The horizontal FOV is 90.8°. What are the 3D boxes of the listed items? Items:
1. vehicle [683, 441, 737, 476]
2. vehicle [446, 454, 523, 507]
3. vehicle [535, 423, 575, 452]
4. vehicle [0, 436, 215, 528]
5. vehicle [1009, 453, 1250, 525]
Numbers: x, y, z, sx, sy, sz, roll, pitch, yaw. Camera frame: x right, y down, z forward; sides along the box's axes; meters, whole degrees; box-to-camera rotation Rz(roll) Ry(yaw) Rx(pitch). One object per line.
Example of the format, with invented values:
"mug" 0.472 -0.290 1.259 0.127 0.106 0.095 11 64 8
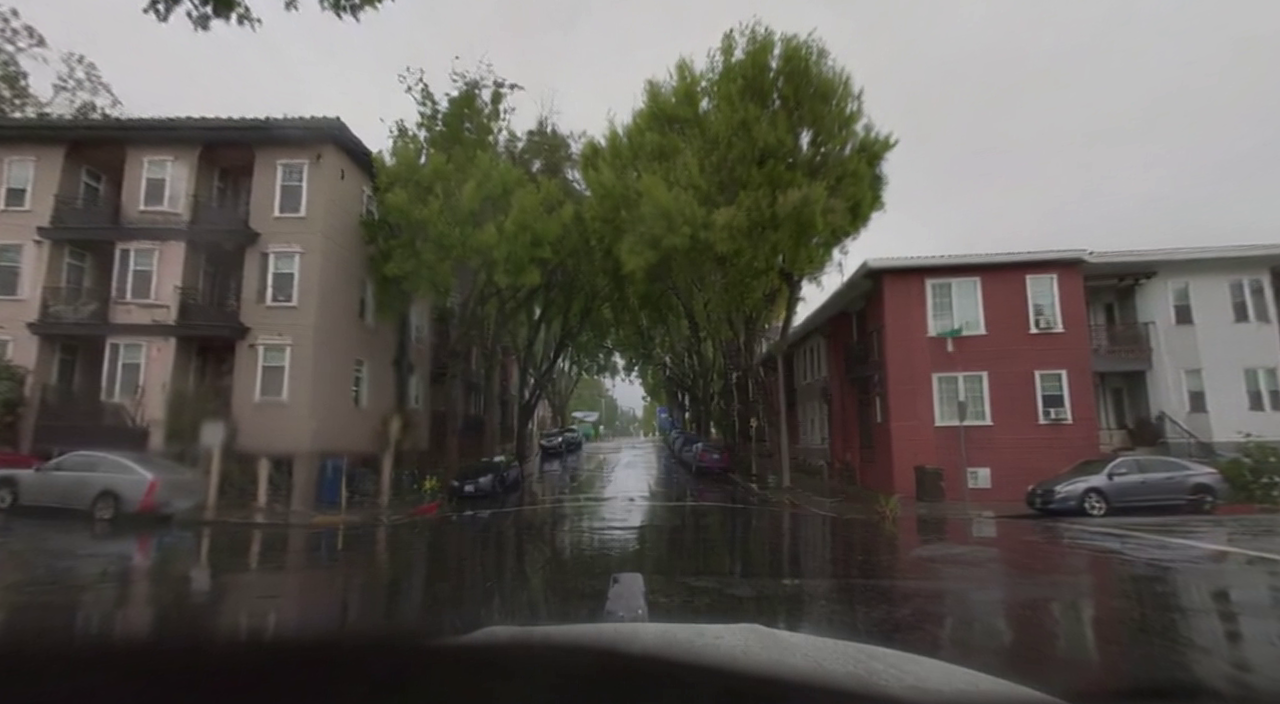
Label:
"vehicle" 3.430 5.308 31.949 2.051 1.526 4.673 0 -7 -2
"vehicle" -5.851 4.843 24.264 1.987 1.662 4.141 -2 -7 -1
"vehicle" -6.153 6.203 45.993 2.101 1.732 4.119 -3 -4 3
"vehicle" -13.941 3.383 16.402 4.243 1.676 1.844 7 -13 1
"vehicle" 12.520 3.489 16.408 4.596 1.690 1.972 0 -8 -1
